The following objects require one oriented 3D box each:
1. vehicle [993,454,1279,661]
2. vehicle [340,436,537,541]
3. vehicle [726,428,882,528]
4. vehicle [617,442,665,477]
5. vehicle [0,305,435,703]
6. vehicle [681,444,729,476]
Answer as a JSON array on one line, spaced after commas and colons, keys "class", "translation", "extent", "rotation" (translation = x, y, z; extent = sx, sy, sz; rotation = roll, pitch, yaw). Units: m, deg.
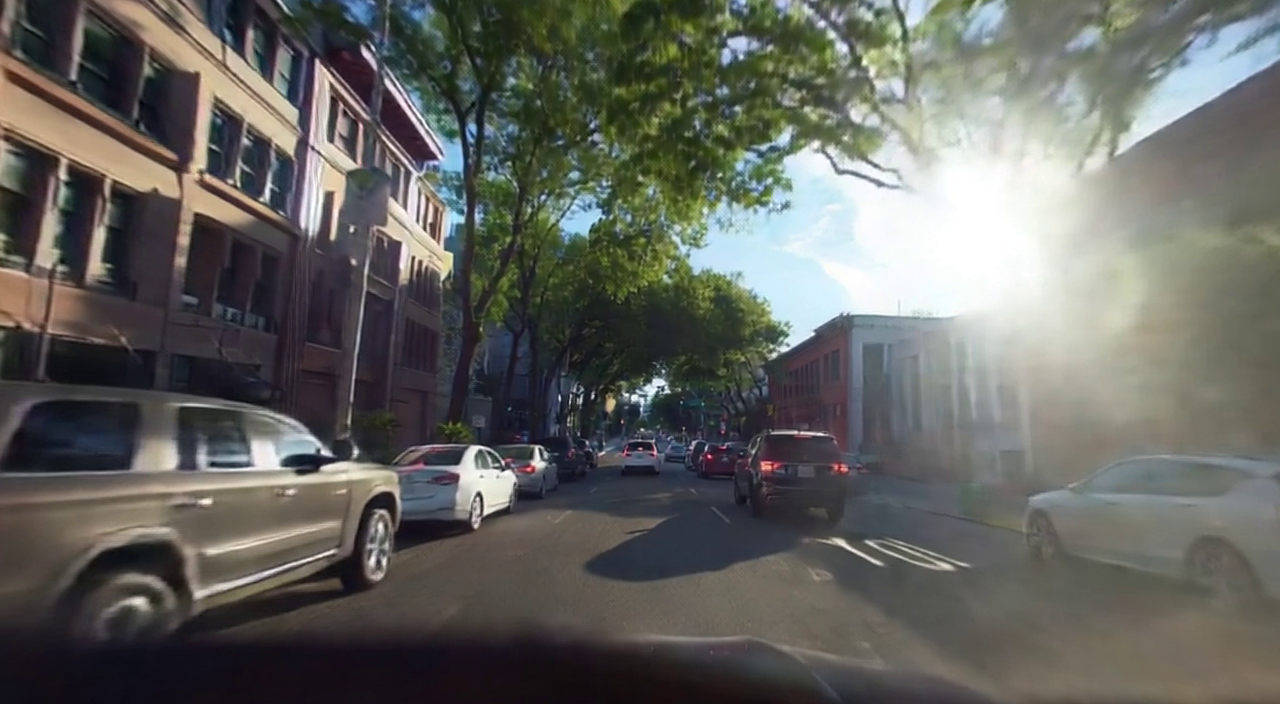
[{"class": "vehicle", "translation": [6.233, 2.036, 7.289], "extent": [1.913, 1.624, 4.116], "rotation": [0, -8, 2]}, {"class": "vehicle", "translation": [-3.235, 2.272, 11.172], "extent": [1.863, 1.466, 4.416], "rotation": [0, -8, 3]}, {"class": "vehicle", "translation": [3.134, 2.506, 13.143], "extent": [2.002, 1.707, 4.547], "rotation": [0, -8, 0]}, {"class": "vehicle", "translation": [0.050, 4.759, 28.089], "extent": [2.007, 1.460, 3.923], "rotation": [0, -8, 0]}, {"class": "vehicle", "translation": [-3.404, 1.051, 4.318], "extent": [2.142, 1.832, 5.373], "rotation": [0, -8, 0]}, {"class": "vehicle", "translation": [3.230, 5.456, 32.071], "extent": [1.966, 1.475, 4.528], "rotation": [0, -8, 0]}]
